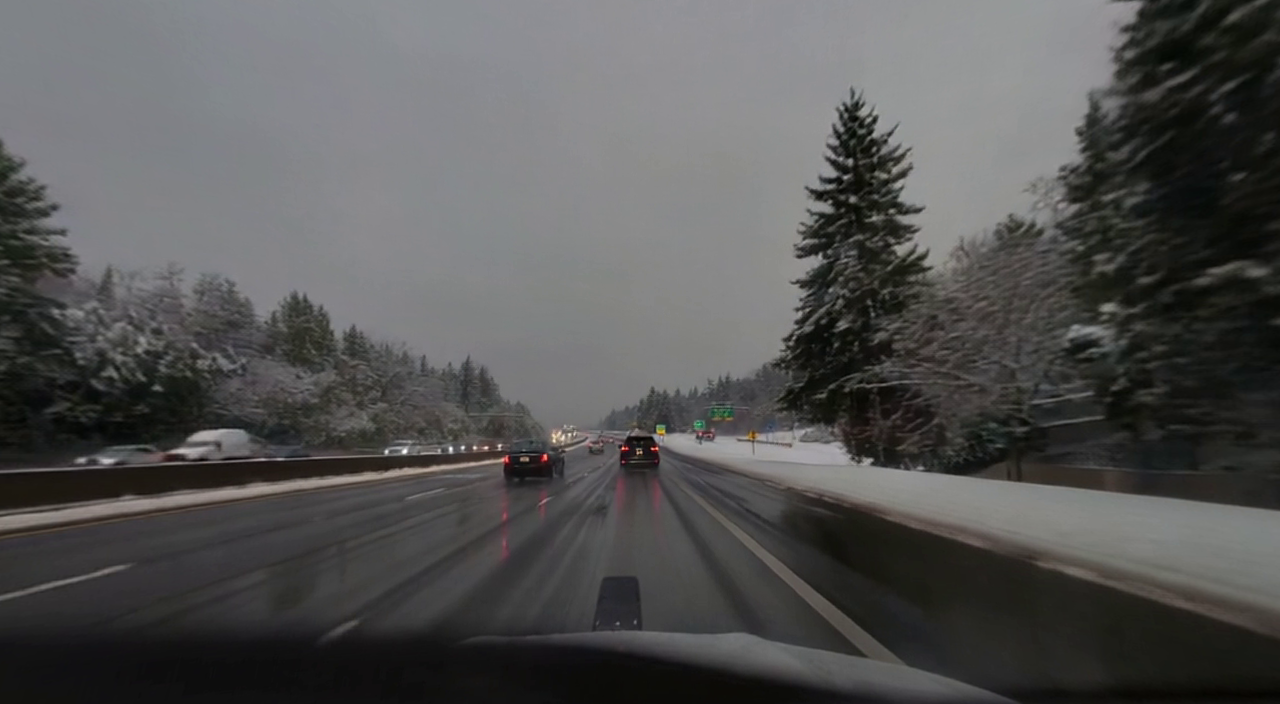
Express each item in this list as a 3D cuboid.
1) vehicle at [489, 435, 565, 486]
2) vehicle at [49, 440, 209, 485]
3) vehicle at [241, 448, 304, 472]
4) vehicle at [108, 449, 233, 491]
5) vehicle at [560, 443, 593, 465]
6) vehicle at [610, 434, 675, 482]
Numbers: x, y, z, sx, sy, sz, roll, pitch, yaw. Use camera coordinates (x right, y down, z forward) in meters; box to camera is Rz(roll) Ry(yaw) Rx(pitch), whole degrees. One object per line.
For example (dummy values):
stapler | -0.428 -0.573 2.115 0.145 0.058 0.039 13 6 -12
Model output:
vehicle | -4.109 4.033 23.737 2.044 1.717 4.421 0 -8 0
vehicle | -21.606 4.679 27.171 2.141 1.690 5.651 0 -8 0
vehicle | -24.658 7.243 42.572 1.784 1.522 4.042 0 -8 0
vehicle | -17.627 4.415 23.980 1.825 1.411 3.761 0 -8 0
vehicle | -4.715 7.659 47.567 2.084 1.528 4.094 0 -8 0
vehicle | 0.053 4.260 25.689 2.378 1.750 4.355 0 -8 -1
